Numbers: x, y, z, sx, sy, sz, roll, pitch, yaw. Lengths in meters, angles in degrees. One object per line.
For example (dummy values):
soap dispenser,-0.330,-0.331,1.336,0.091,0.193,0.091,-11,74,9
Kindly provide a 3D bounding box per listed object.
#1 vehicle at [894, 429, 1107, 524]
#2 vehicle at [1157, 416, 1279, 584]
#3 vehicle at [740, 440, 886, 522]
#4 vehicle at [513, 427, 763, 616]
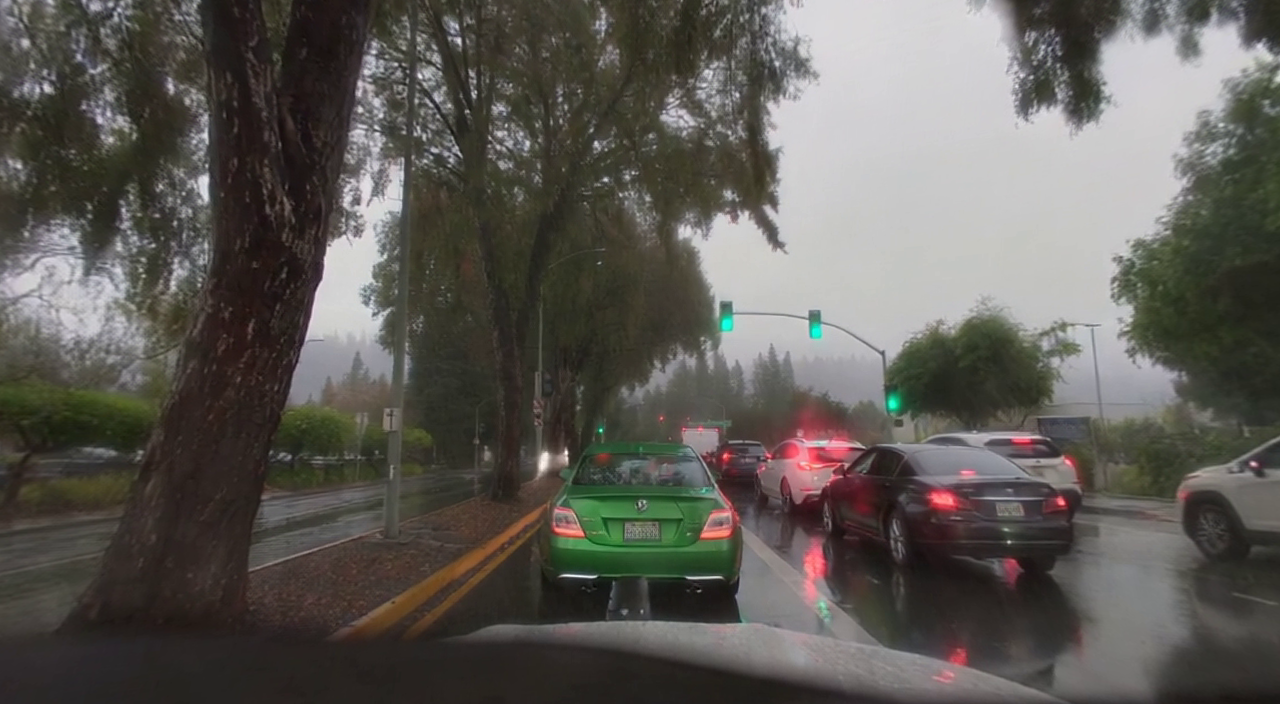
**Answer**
vehicle,7.020,2.463,12.901,1.923,1.611,4.094,0,-9,0
vehicle,6.939,1.336,5.568,1.783,1.572,3.421,0,-9,1
vehicle,3.525,2.720,13.820,1.934,1.494,4.446,0,-9,0
vehicle,0.008,1.678,7.102,2.015,1.502,3.898,0,-9,1
